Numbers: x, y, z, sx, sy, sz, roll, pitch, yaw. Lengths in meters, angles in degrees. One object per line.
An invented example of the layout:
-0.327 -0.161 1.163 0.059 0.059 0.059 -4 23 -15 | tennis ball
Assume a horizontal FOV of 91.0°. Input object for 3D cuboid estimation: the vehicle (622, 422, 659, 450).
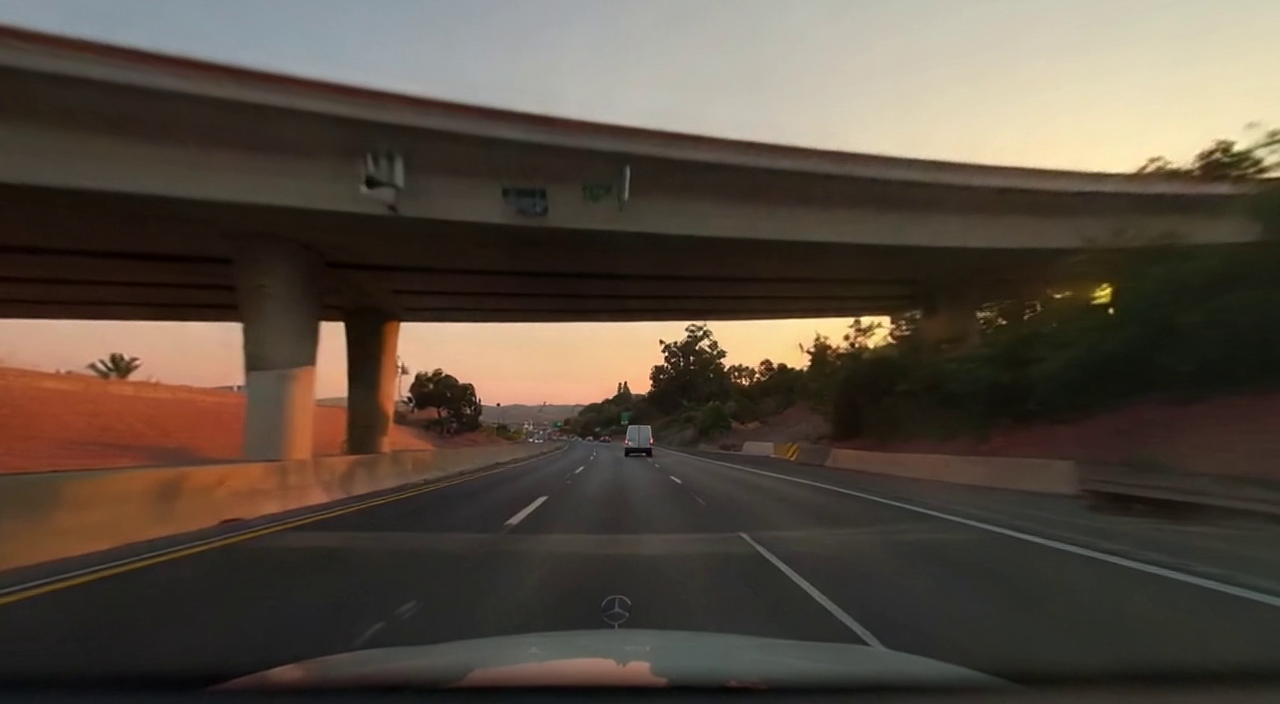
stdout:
-0.027 5.460 40.749 2.157 1.647 4.524 0 -8 -3 | vehicle
